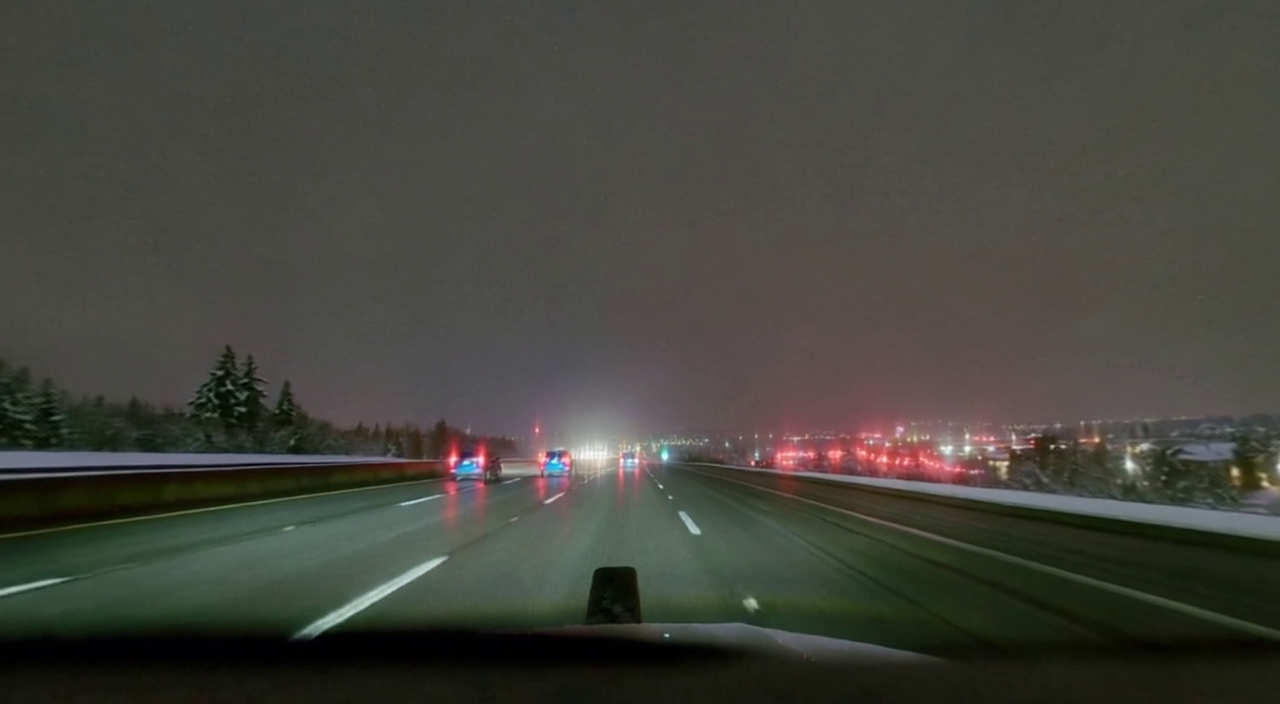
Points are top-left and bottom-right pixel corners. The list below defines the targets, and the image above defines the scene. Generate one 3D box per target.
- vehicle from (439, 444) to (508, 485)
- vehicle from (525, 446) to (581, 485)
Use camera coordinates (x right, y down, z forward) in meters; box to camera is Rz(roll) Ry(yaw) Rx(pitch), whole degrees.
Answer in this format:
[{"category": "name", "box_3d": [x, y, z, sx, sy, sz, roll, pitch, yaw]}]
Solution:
[{"category": "vehicle", "box_3d": [-7.990, 5.457, 30.886, 2.040, 1.824, 4.917, 0, -9, 0]}, {"category": "vehicle", "box_3d": [-4.099, 5.452, 30.552, 2.075, 1.702, 4.257, 0, -9, 0]}]
